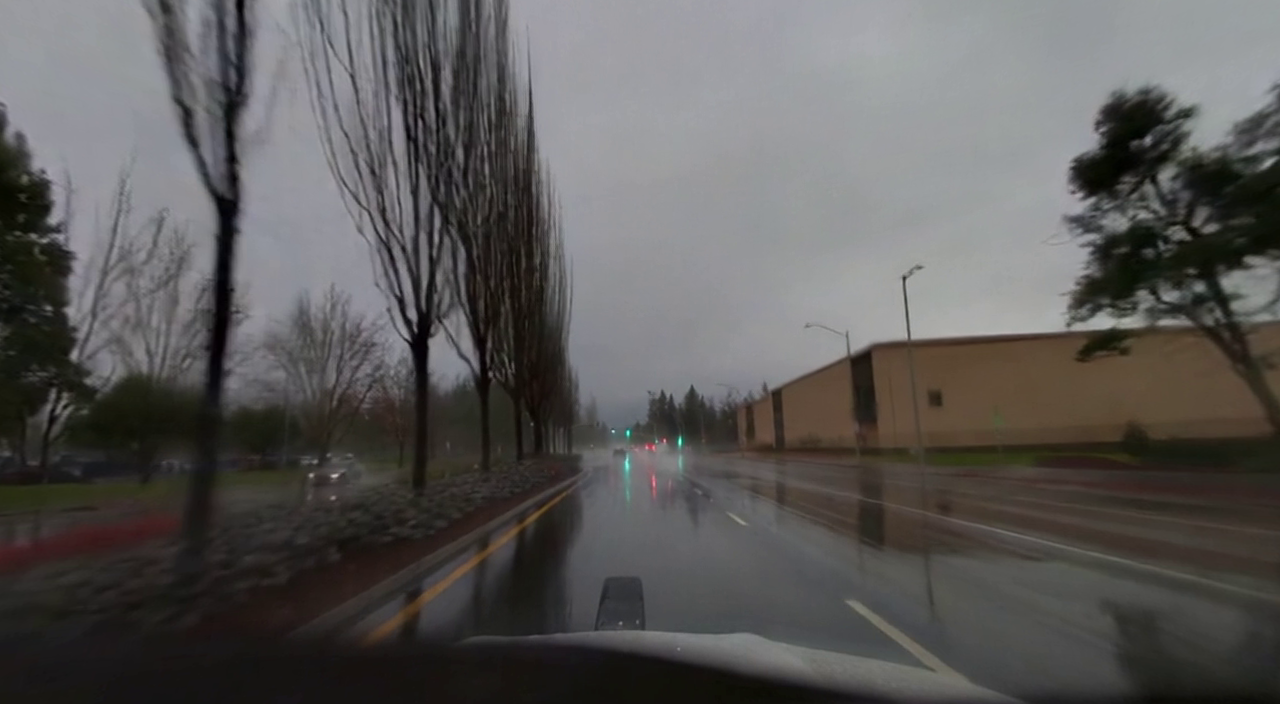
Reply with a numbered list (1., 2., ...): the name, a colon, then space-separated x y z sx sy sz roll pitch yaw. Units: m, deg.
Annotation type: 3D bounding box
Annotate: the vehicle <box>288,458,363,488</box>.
1. vehicle: -18.167 7.001 36.765 1.914 1.524 4.768 0 -9 -1
